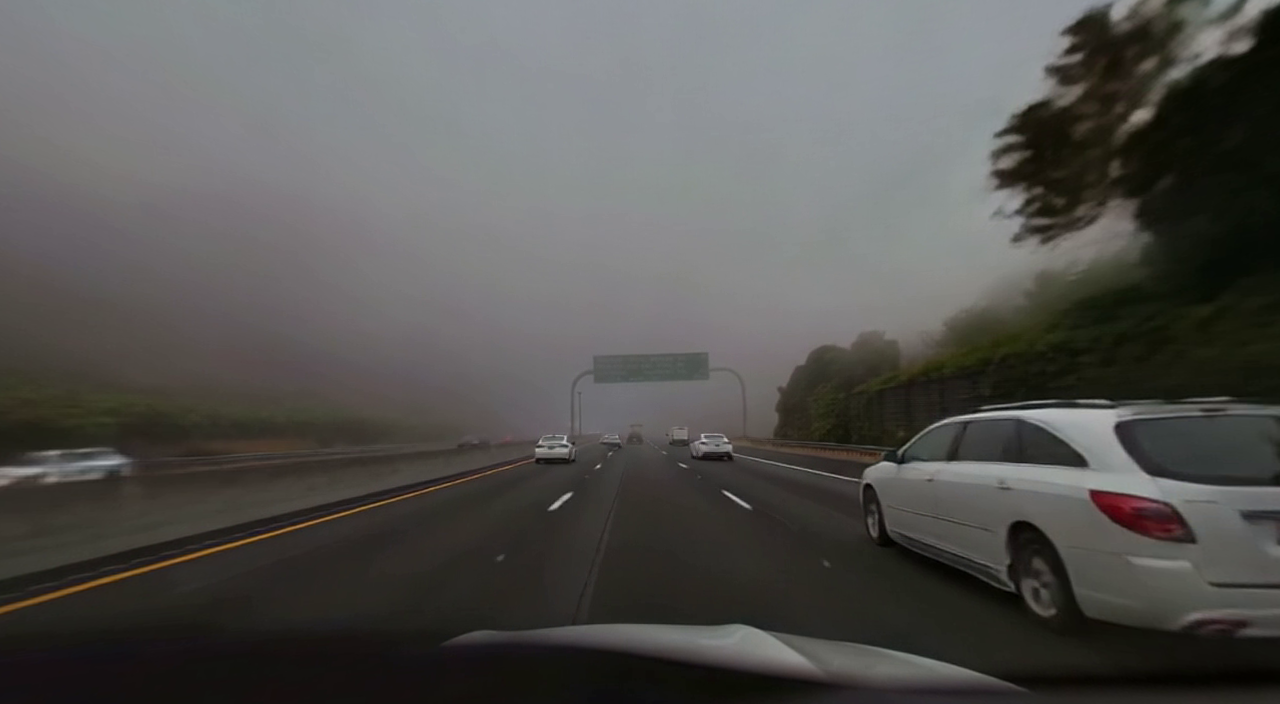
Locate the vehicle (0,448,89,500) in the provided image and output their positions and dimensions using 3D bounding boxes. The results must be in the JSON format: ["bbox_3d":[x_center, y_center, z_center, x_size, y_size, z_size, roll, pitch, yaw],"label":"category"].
[{"bbox_3d":[-19.347,3.682,19.232,1.754,1.429,3.677,0,-8,-1],"label":"vehicle"}]

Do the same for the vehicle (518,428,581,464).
[{"bbox_3d":[-3.906,4.151,28.057,2.204,1.486,4.121,0,-8,0],"label":"vehicle"}]

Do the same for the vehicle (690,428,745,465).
[{"bbox_3d":[3.289,4.067,27.373,1.806,1.469,3.681,0,-8,-1],"label":"vehicle"}]
